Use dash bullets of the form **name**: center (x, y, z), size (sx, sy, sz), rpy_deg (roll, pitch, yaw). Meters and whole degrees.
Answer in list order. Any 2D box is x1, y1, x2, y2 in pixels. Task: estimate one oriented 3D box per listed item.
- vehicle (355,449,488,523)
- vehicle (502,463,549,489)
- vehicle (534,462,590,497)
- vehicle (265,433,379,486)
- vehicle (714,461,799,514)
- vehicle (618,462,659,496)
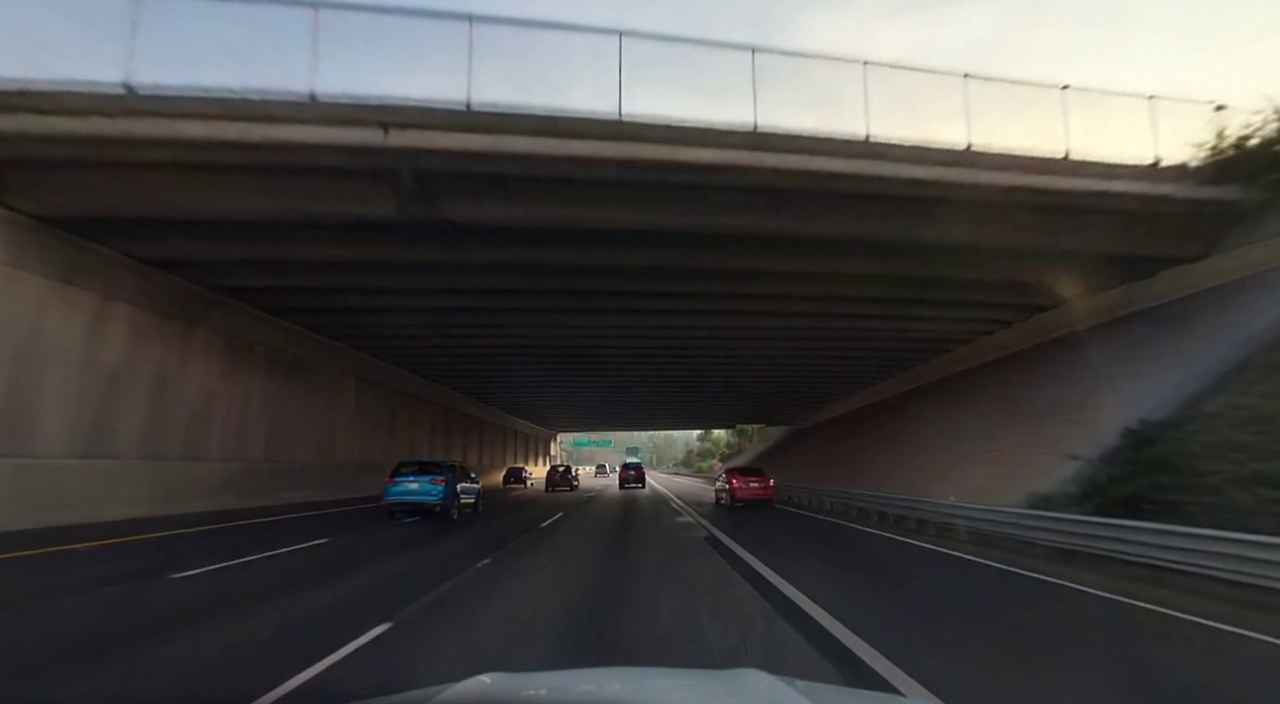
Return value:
- **vehicle**: center (-5.690, 3.584, 17.144), size (2.069, 1.699, 4.452), rpy_deg (1, -11, -1)
- **vehicle**: center (-7.418, 8.105, 41.244), size (2.142, 1.545, 4.708), rpy_deg (1, -11, 1)
- **vehicle**: center (-3.716, 6.231, 30.914), size (2.102, 1.521, 4.687), rpy_deg (1, -11, 0)
- **vehicle**: center (-23.284, 8.106, 47.082), size (2.994, 3.455, 10.568), rpy_deg (1, -11, 0)
- **vehicle**: center (3.783, 4.511, 21.233), size (1.992, 1.557, 4.017), rpy_deg (1, -11, -2)
- **vehicle**: center (-0.066, 6.587, 32.765), size (1.992, 1.601, 3.762), rpy_deg (1, -11, 0)
